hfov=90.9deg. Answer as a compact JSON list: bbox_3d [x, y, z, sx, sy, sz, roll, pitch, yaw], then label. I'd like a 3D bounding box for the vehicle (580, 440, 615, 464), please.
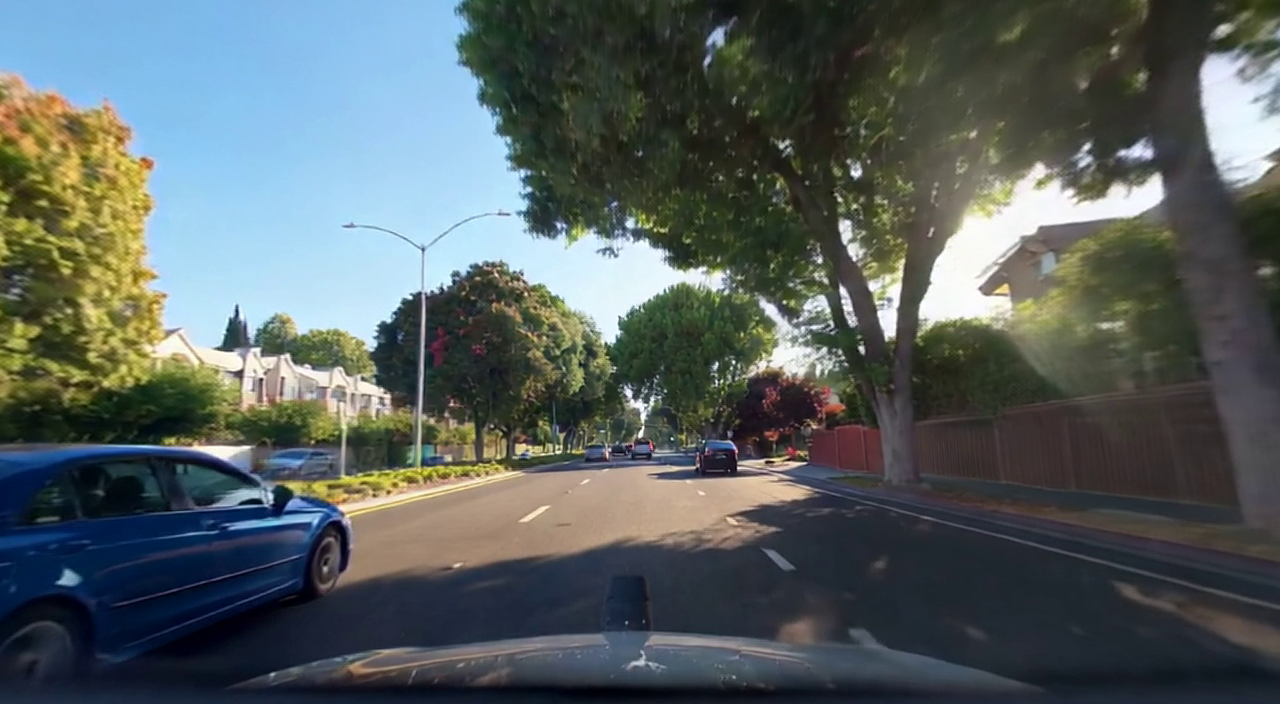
[{"bbox_3d":[-2.847,6.767,42.753,1.940,1.473,4.133,0,-8,2],"label":"vehicle"}]

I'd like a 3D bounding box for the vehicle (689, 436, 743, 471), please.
[{"bbox_3d":[3.854,5.232,32.705,2.182,1.688,4.187,0,-8,-1],"label":"vehicle"}]

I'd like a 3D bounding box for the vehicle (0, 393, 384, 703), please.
[{"bbox_3d":[-3.569,1.074,3.518,2.091,1.503,4.989,0,-8,1],"label":"vehicle"}]
